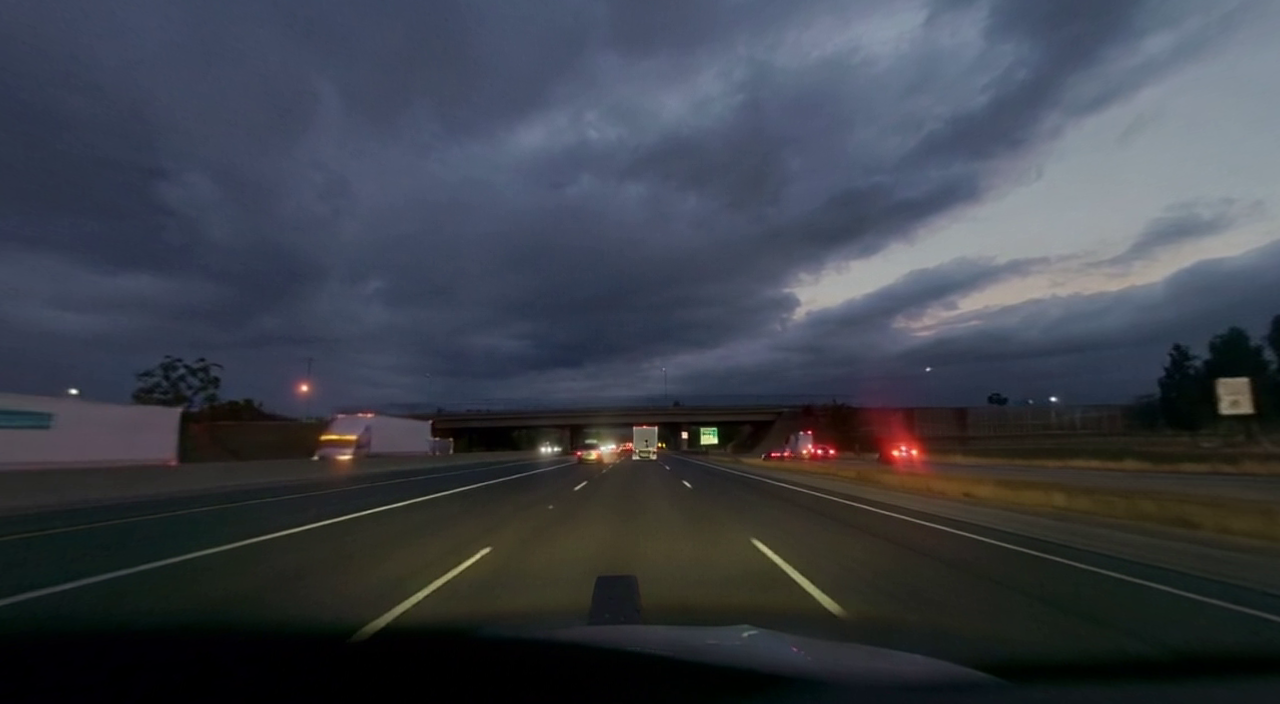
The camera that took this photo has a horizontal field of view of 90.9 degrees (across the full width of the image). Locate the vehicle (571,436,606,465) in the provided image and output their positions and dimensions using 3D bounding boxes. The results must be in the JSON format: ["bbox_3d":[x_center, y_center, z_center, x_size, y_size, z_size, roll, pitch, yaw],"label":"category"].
[{"bbox_3d":[-3.942,7.683,49.087,2.233,2.093,5.565,0,-9,0],"label":"vehicle"}]

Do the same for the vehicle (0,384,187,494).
[{"bbox_3d":[-24.108,3.364,24.005,2.985,3.835,14.395,0,-9,0],"label":"vehicle"}]

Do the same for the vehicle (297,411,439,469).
[{"bbox_3d":[-19.942,6.894,48.475,3.423,3.678,16.963,0,-9,0],"label":"vehicle"}]

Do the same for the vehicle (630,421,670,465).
[{"bbox_3d":[0.644,6.947,48.021,2.790,3.075,7.414,0,-9,-1],"label":"vehicle"}]
